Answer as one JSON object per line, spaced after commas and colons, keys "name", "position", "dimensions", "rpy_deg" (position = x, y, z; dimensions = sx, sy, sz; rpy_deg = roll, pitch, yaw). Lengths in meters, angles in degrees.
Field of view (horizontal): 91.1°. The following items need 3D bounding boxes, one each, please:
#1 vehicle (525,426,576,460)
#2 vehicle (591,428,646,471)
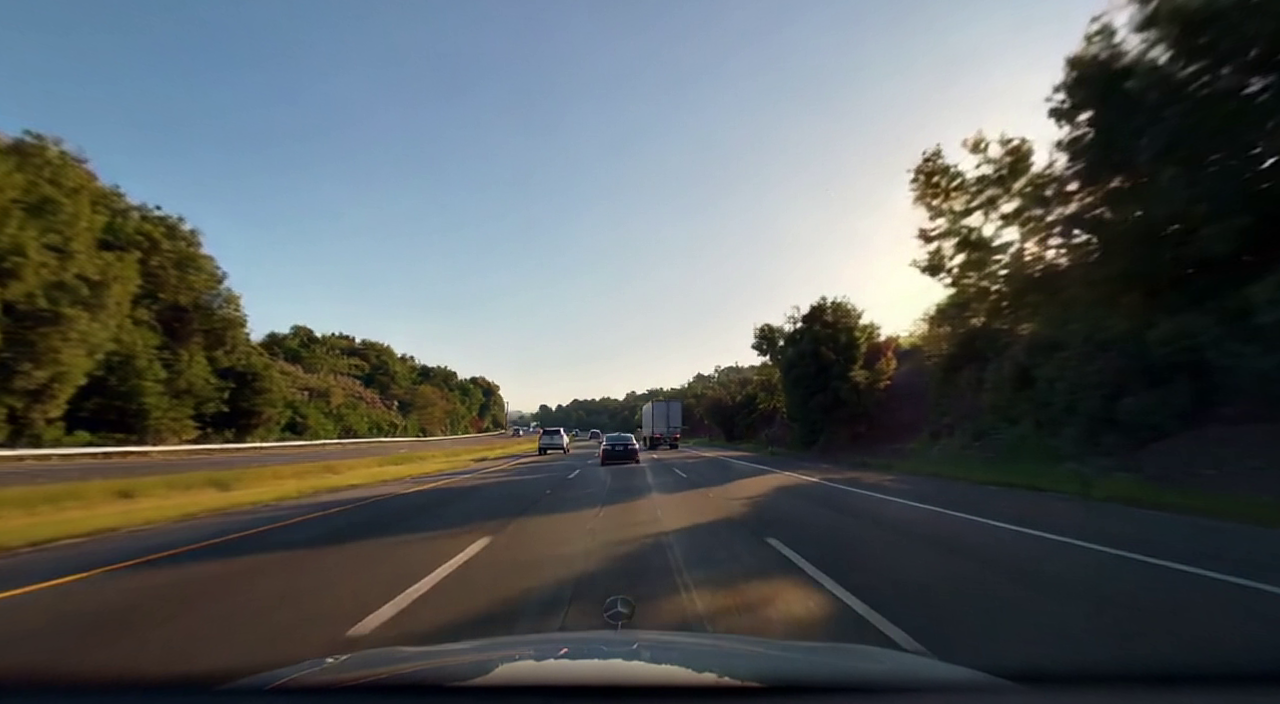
{"name": "vehicle", "position": [-4.980, 5.173, 35.693], "dimensions": [2.234, 1.773, 5.134], "rpy_deg": [0, -8, -1]}
{"name": "vehicle", "position": [-0.843, 3.931, 25.538], "dimensions": [2.048, 1.563, 4.087], "rpy_deg": [0, -8, -1]}
